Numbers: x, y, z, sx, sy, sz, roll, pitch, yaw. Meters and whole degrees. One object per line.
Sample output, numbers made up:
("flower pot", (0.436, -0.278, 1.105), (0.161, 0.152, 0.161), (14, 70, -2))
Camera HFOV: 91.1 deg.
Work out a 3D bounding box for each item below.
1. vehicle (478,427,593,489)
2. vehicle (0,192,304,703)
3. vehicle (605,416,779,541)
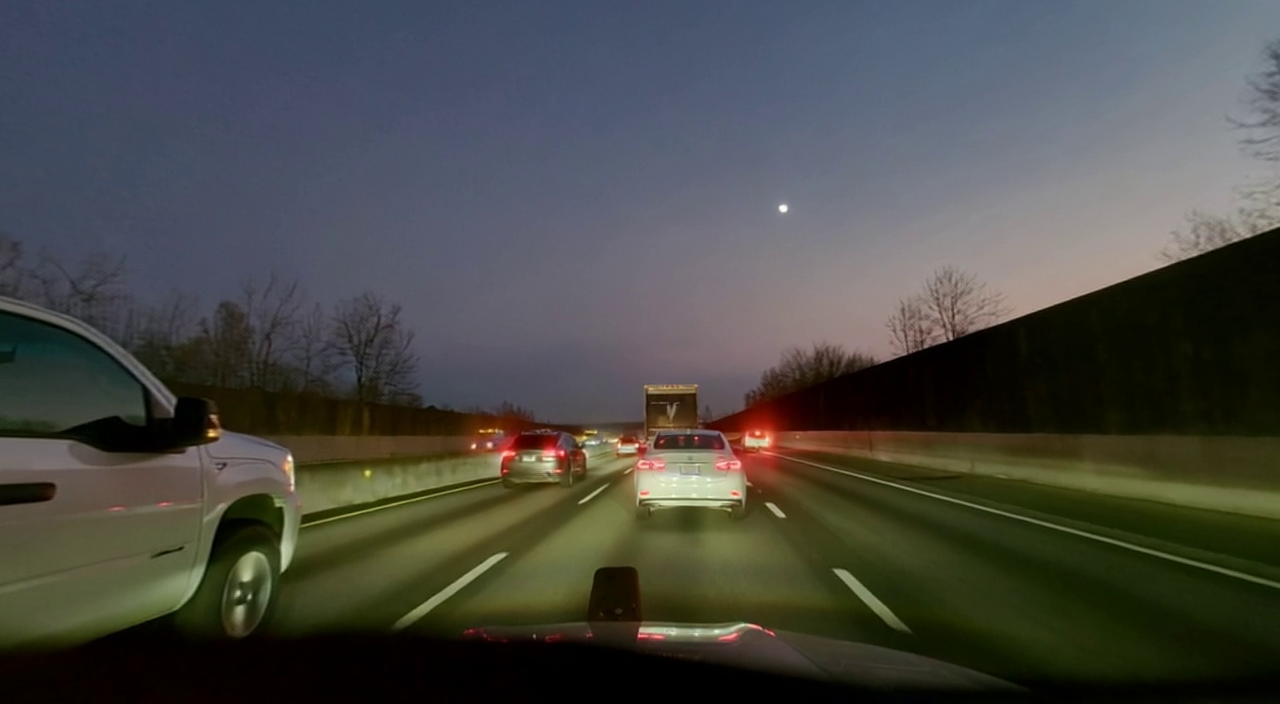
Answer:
("vehicle", (-2.676, 2.834, 17.281), (2.087, 1.457, 4.313), (-1, -8, 5))
("vehicle", (-4.160, 0.413, 2.249), (2.386, 2.435, 5.831), (-1, -8, 4))
("vehicle", (0.805, 1.804, 9.720), (2.089, 1.485, 4.153), (-1, -8, 5))
